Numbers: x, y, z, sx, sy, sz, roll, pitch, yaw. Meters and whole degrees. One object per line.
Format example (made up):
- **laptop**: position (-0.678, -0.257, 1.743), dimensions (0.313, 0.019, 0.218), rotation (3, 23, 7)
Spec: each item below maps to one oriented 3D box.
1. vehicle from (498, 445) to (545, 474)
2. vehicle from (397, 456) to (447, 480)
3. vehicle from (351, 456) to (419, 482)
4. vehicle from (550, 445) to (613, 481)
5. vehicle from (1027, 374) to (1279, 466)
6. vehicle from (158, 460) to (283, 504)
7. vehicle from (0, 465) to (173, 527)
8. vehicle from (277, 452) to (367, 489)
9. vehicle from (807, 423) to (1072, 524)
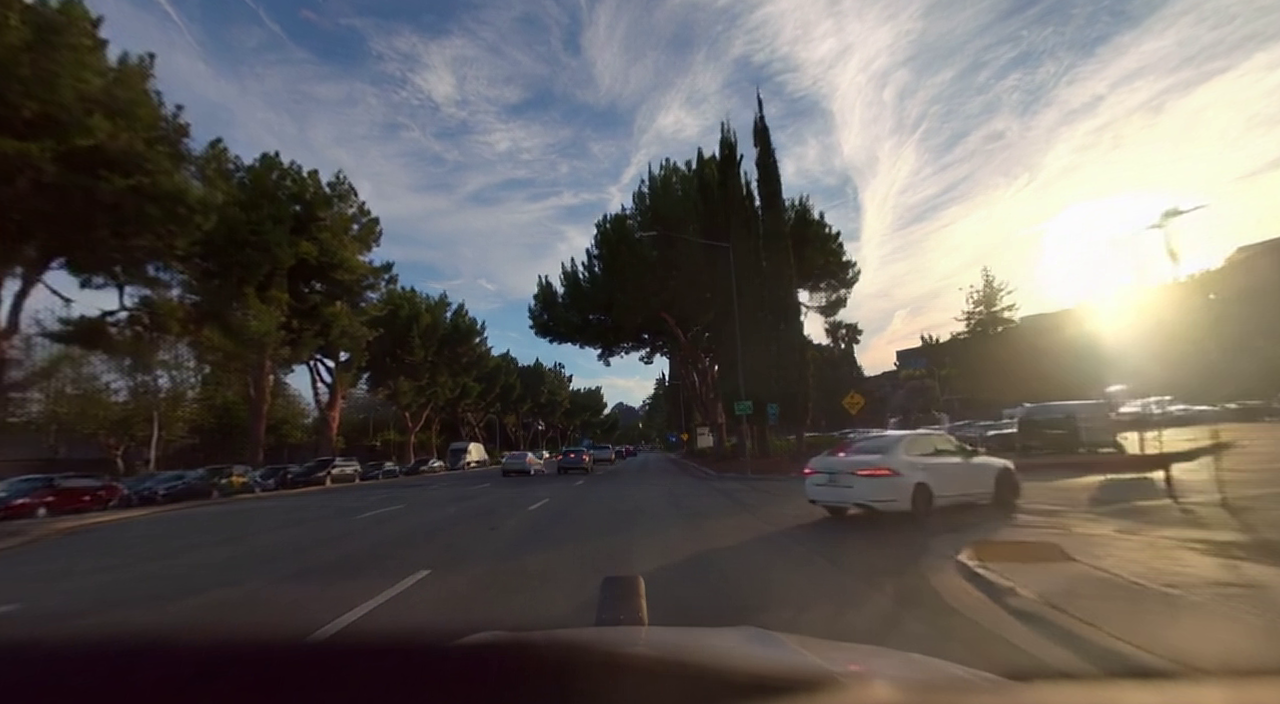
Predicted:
- **vehicle**: position (-7.432, 6.754, 40.056), dimensions (2.054, 1.744, 4.422), rotation (0, -8, 2)
- **vehicle**: position (-16.049, 8.546, 46.783), dimensions (2.024, 1.531, 4.580), rotation (0, -8, 1)
- **vehicle**: position (-16.317, 7.467, 40.714), dimensions (2.162, 1.480, 5.017), rotation (0, -8, 1)
- **vehicle**: position (-2.616, 5.102, 29.414), dimensions (2.235, 1.500, 4.420), rotation (-1, -8, 4)
- **vehicle**: position (13.673, 1.816, 16.311), dimensions (6.193, 2.081, 2.569), rotation (2, -9, -15)
- **vehicle**: position (-16.406, 5.075, 25.035), dimensions (1.849, 1.472, 4.441), rotation (0, -8, 1)
- **vehicle**: position (-16.661, 4.130, 18.634), dimensions (1.981, 1.431, 4.862), rotation (0, -8, 1)
- **vehicle**: position (-16.356, 6.087, 32.825), dimensions (2.073, 1.749, 4.770), rotation (0, -8, 1)
- **vehicle**: position (5.561, 2.137, 11.667), dimensions (4.504, 1.513, 2.208), rotation (5, -10, -31)
